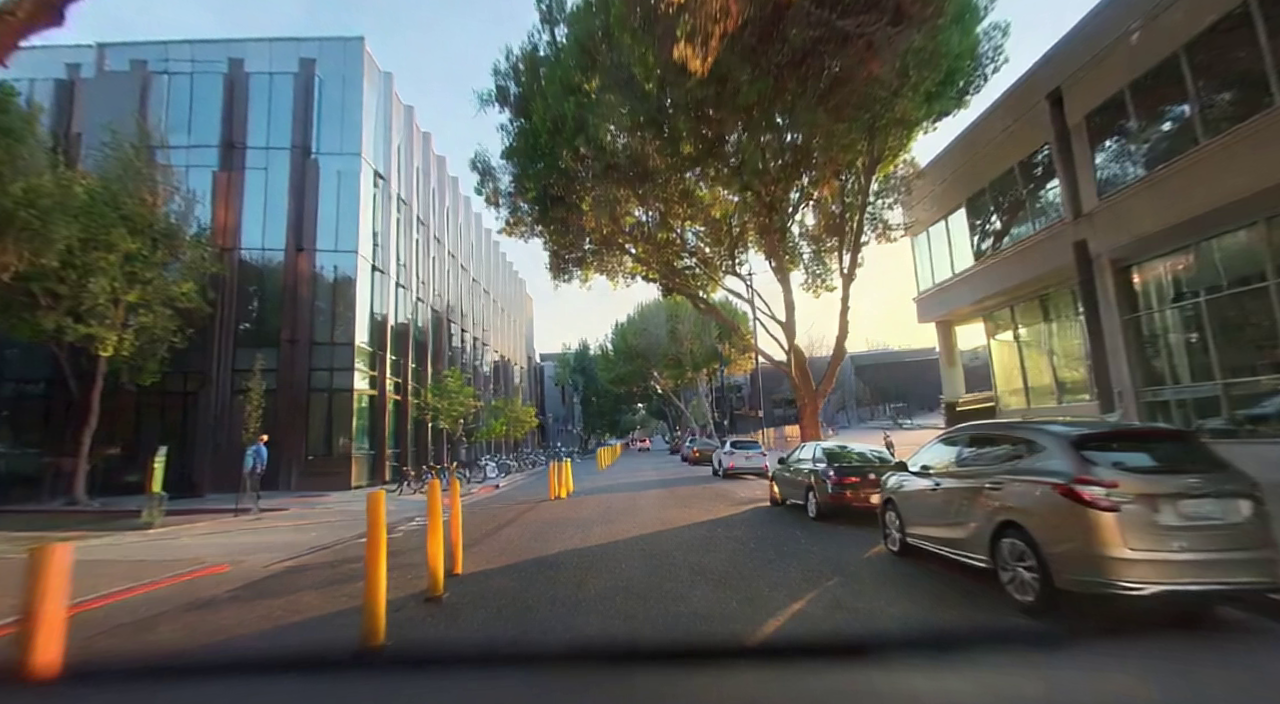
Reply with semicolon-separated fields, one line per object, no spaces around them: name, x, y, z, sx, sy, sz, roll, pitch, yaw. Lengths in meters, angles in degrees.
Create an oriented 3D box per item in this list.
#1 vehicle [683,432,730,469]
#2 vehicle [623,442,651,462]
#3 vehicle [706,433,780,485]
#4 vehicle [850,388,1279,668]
vehicle;3.592;5.435;34.991;2.127;1.864;4.892;0;-9;1
vehicle;-0.201;7.796;49.525;2.070;1.493;4.269;0;-8;0
vehicle;3.850;4.074;24.319;1.999;1.769;4.191;-1;-8;-1
vehicle;3.793;1.390;6.149;1.918;1.674;4.464;-1;-8;0
